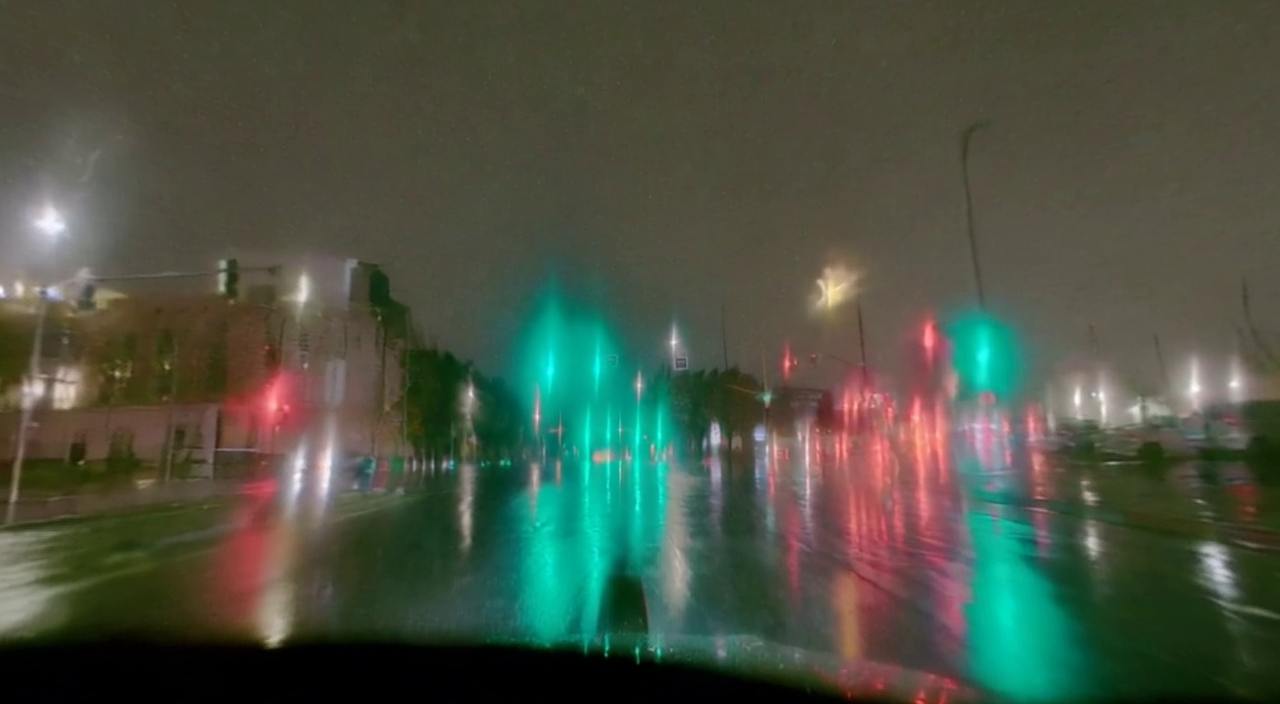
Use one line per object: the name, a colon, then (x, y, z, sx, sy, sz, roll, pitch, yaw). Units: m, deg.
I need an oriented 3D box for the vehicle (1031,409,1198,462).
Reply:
vehicle: (17.291, 3.047, 23.205, 4.329, 1.502, 2.122, -4, -4, 6)

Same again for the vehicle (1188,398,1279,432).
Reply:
vehicle: (31.334, 3.229, 32.393, 4.318, 1.476, 1.940, -5, -8, 7)

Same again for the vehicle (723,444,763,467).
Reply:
vehicle: (7.079, 7.167, 43.849, 1.919, 1.449, 4.561, 0, -8, -2)

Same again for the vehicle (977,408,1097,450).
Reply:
vehicle: (20.853, 4.118, 33.314, 4.692, 1.610, 2.174, -5, -15, 4)

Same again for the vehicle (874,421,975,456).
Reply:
vehicle: (15.236, 4.693, 33.973, 4.432, 1.523, 1.908, -4, -11, 5)

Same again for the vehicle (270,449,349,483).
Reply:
vehicle: (-18.997, 6.513, 36.515, 2.027, 1.678, 4.654, -3, -8, 1)
